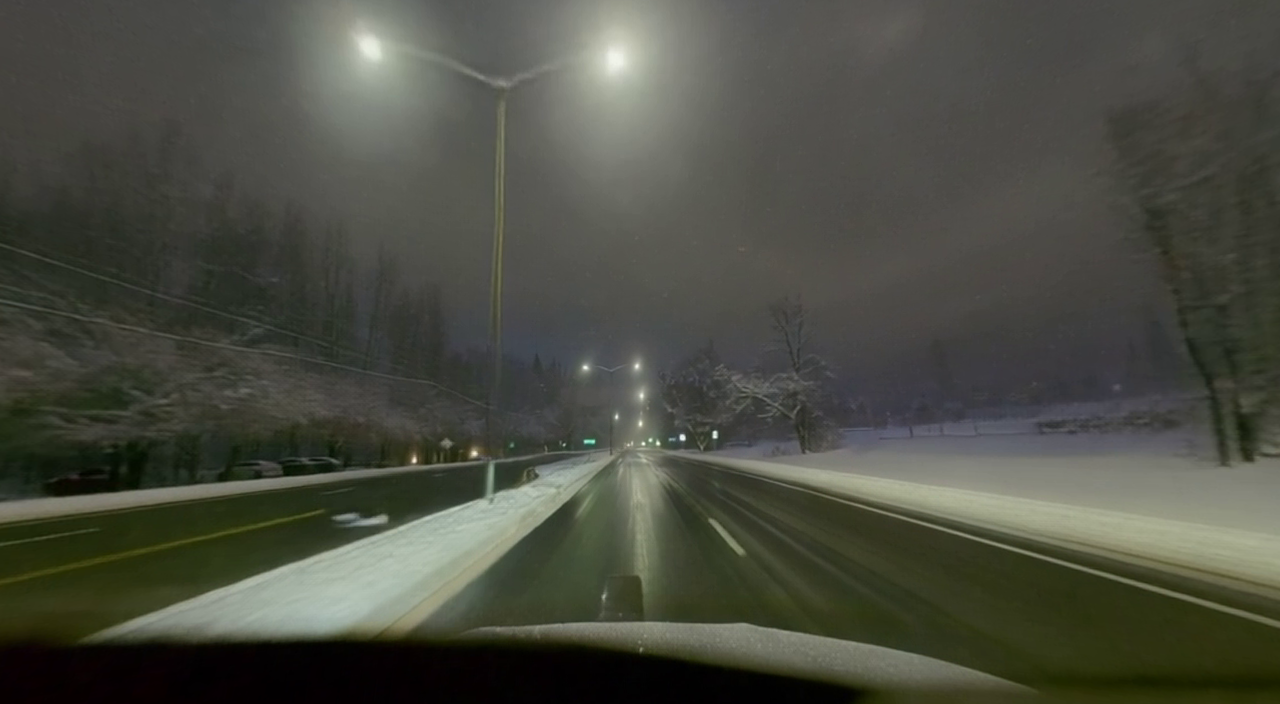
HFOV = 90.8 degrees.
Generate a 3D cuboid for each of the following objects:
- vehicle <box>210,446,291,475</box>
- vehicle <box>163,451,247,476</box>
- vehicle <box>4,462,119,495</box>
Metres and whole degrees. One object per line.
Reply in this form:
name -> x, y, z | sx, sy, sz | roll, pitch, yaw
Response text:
vehicle -> -26.901, 7.499, 43.717 | 4.362, 1.733, 2.041 | -2, -6, 1
vehicle -> -28.280, 7.290, 41.157 | 3.938, 1.485, 2.055 | 1, -10, 3
vehicle -> -27.437, 5.998, 30.023 | 3.706, 1.426, 1.668 | 0, -9, -2
